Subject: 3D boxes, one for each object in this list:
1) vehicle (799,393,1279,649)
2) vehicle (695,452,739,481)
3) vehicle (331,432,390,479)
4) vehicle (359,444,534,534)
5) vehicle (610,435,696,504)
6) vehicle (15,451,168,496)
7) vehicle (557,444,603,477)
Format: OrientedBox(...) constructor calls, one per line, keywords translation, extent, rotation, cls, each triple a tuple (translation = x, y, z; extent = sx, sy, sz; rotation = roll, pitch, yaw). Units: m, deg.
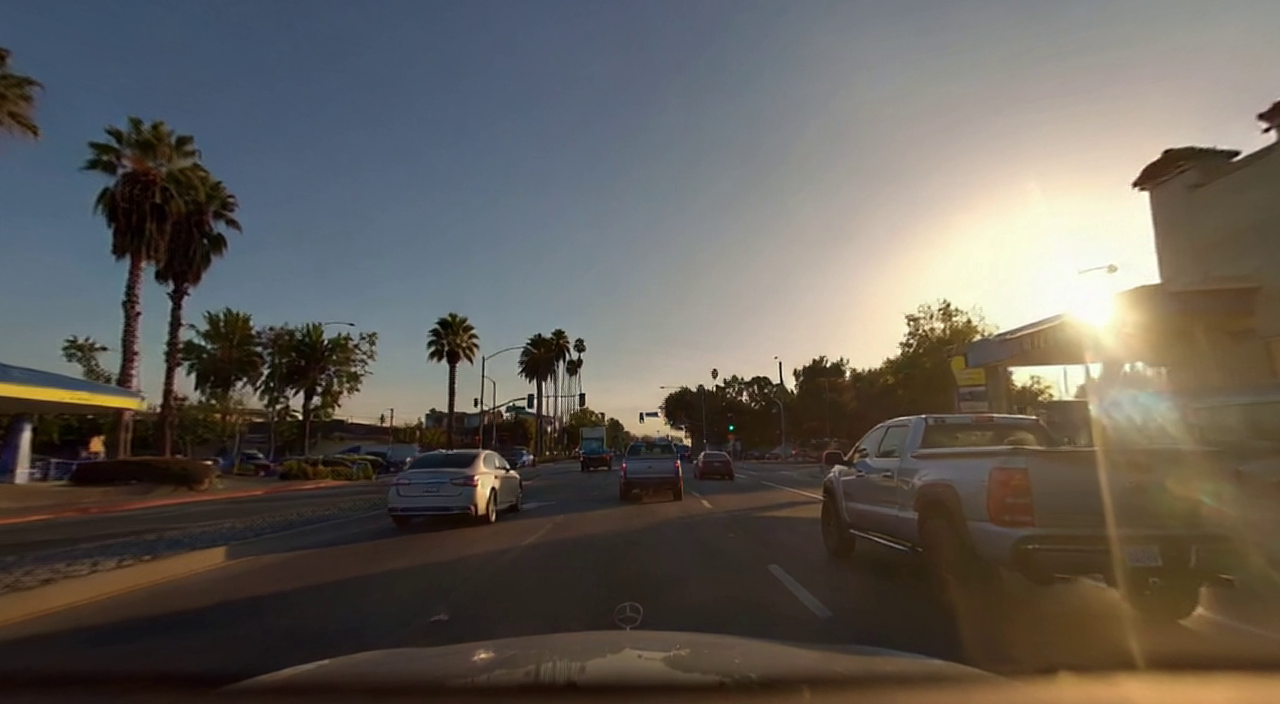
OrientedBox(translation=(3.633, 1.625, 7.345), extent=(2.120, 1.828, 5.531), rotation=(0, -9, 0), cls="vehicle")
OrientedBox(translation=(4.030, 6.072, 33.503), extent=(1.901, 1.401, 3.965), rotation=(0, -9, 1), cls="vehicle")
OrientedBox(translation=(-18.141, 6.724, 40.699), extent=(3.441, 2.870, 2.109), rotation=(-9, -13, 43), cls="vehicle")
OrientedBox(translation=(-3.701, 2.697, 13.086), extent=(1.983, 1.502, 4.720), rotation=(0, -9, 2), cls="vehicle")
OrientedBox(translation=(0.375, 3.583, 19.726), extent=(2.295, 1.835, 5.471), rotation=(0, -9, 1), cls="vehicle")
OrientedBox(translation=(-29.300, 6.448, 34.007), extent=(2.543, 2.092, 6.613), rotation=(0, -9, -3), cls="vehicle")
OrientedBox(translation=(-3.424, 6.315, 36.780), extent=(2.071, 1.811, 4.605), rotation=(0, -9, 2), cls="vehicle")
